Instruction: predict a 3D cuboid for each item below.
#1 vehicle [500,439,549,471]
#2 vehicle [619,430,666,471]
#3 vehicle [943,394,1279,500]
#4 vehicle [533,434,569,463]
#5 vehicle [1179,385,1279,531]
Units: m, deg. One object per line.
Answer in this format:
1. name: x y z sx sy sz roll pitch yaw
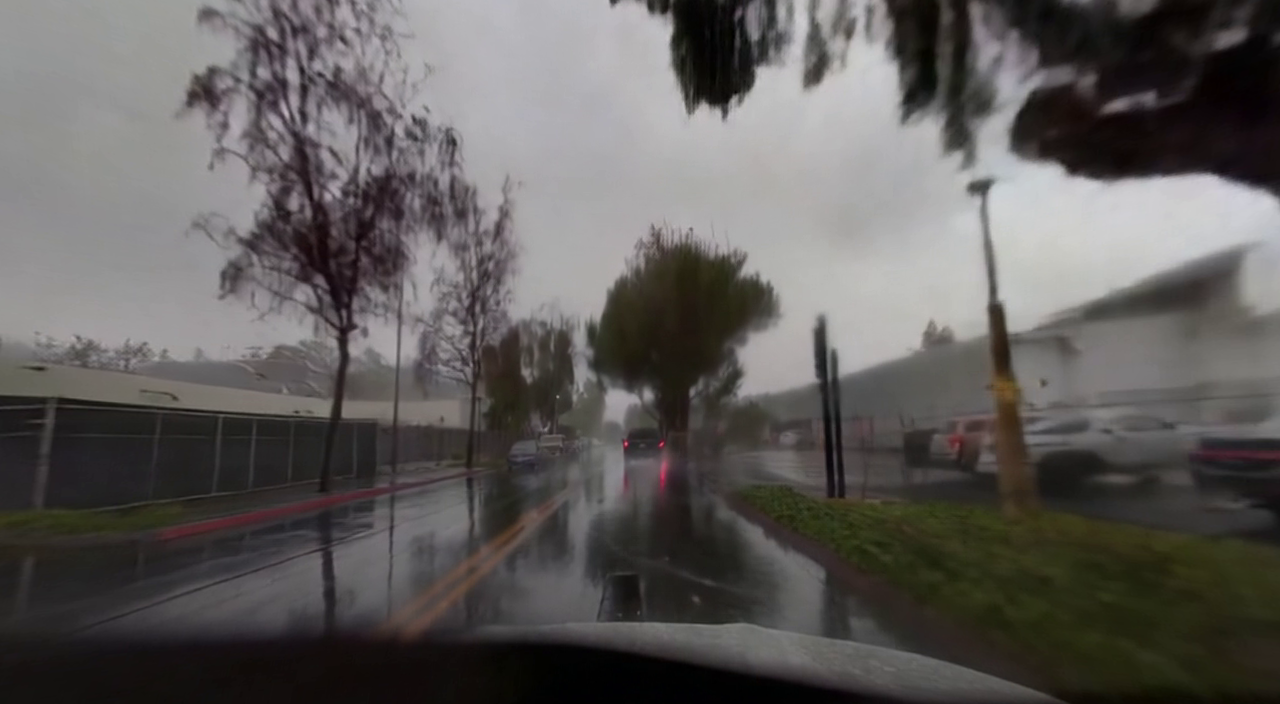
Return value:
1. vehicle: -6.181 5.613 34.138 1.938 1.500 4.130 -3 -10 -2
2. vehicle: 0.118 4.789 30.862 2.152 1.874 4.042 0 -8 0
3. vehicle: 8.482 1.793 11.670 4.616 1.500 1.963 -4 -11 -1
4. vehicle: -6.730 7.396 48.076 2.005 1.989 4.929 -3 -9 0
5. vehicle: 9.182 1.123 7.172 4.178 1.599 1.926 -2 -10 1
